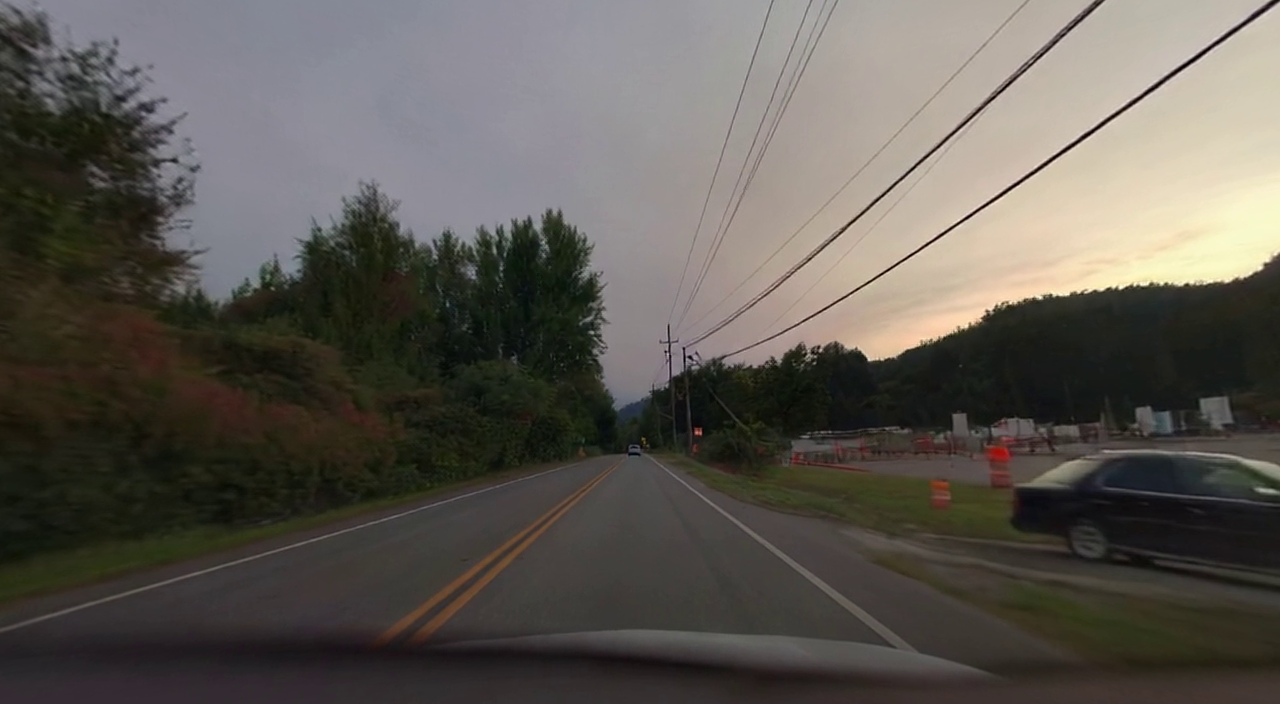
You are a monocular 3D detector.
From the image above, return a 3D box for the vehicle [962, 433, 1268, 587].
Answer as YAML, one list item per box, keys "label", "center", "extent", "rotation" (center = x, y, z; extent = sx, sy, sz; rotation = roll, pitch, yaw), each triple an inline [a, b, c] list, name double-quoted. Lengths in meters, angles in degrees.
- label: "vehicle"
  center: [7.261, 2.265, 9.608]
  extent: [4.620, 1.820, 1.917]
  rotation: [7, -10, -29]
